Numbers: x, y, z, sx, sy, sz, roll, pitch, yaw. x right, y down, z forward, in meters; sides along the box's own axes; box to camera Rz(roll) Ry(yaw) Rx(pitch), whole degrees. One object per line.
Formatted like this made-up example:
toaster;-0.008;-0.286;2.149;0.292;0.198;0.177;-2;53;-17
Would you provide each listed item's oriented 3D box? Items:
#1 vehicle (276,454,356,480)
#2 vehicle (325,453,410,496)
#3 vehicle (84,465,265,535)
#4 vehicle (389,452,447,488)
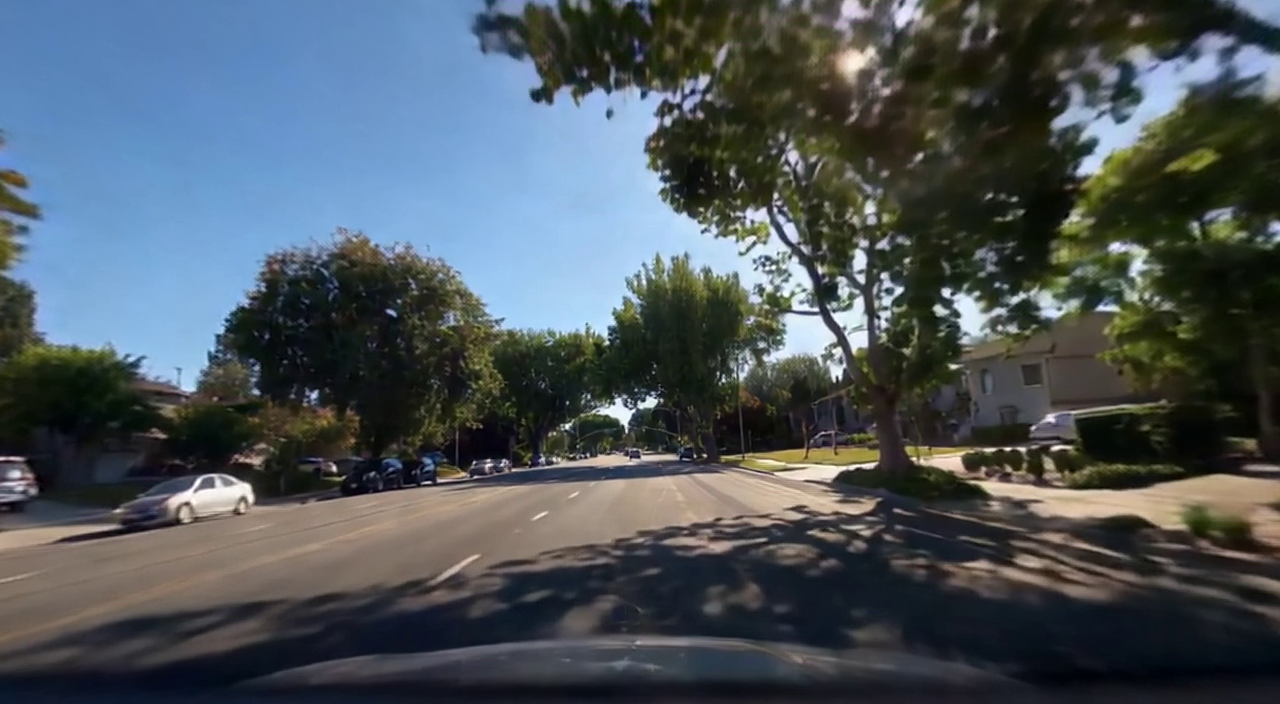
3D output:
vehicle;-21.581;7.684;42.196;4.284;1.621;1.938;0;-9;1
vehicle;-12.814;5.748;30.072;1.882;1.775;4.904;0;-9;0
vehicle;-12.825;4.049;17.828;1.833;1.464;4.292;-4;-8;1
vehicle;-12.530;6.660;35.878;1.882;1.727;3.945;-3;-8;1
